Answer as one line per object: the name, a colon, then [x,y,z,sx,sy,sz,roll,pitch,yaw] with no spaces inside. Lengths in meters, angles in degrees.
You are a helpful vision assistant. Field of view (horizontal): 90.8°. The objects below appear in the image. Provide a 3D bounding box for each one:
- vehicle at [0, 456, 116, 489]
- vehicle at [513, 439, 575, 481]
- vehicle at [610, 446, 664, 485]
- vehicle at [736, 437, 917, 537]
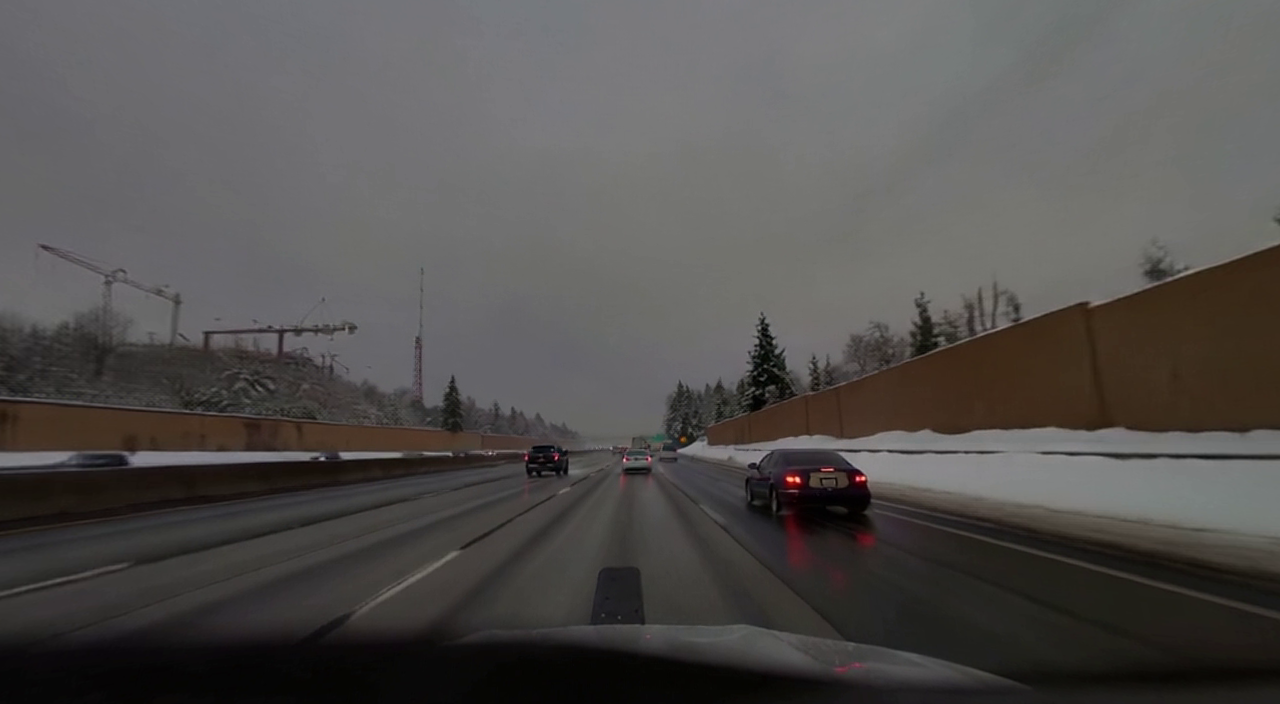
vehicle: [-29.171,5.968,31.698,1.792,1.455,4.579,0,-9,0]
vehicle: [-4.320,4.908,29.054,2.121,1.775,4.335,0,-9,1]
vehicle: [-0.130,4.607,26.036,2.045,1.452,4.040,0,-9,-1]
vehicle: [3.211,2.408,12.006,1.917,1.507,4.540,0,-9,-2]
